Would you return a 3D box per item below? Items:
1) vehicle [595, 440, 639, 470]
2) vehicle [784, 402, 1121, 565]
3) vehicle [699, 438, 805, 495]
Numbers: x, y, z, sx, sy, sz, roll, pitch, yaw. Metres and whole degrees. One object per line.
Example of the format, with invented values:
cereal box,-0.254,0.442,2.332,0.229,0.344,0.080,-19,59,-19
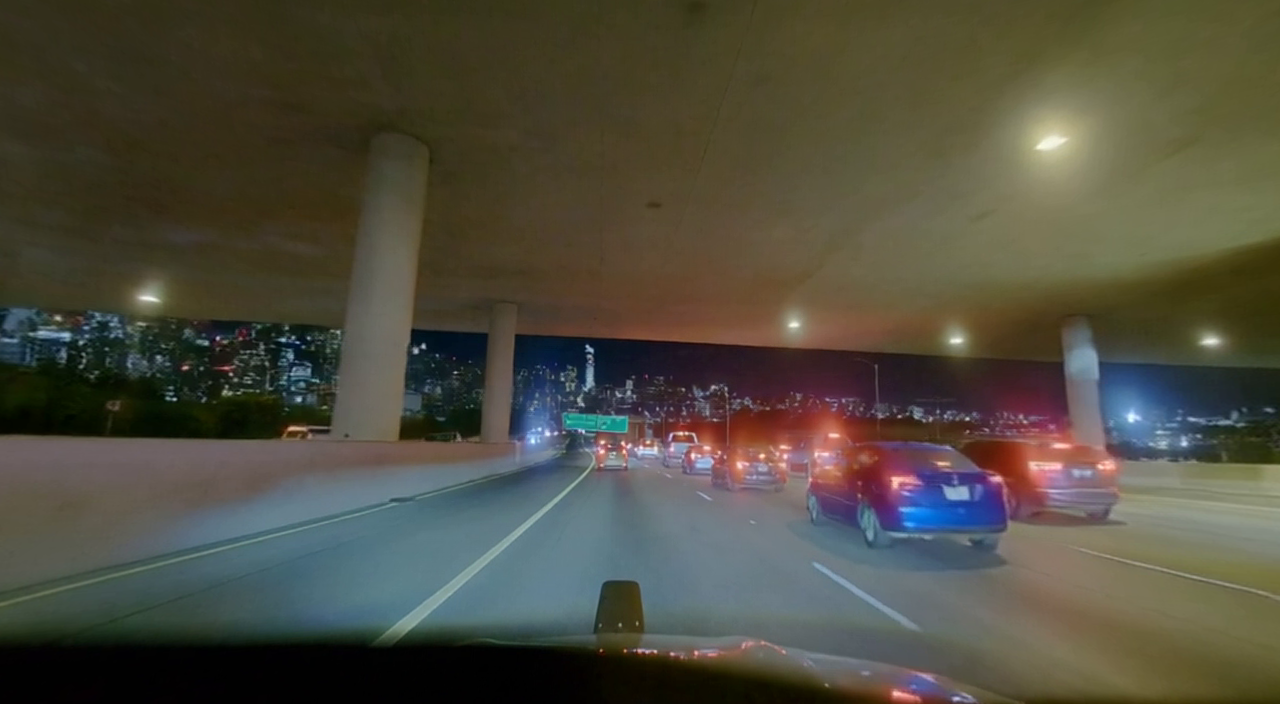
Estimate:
vehicle,-1.268,5.612,34.715,2.266,1.549,3.978,0,-8,-2
vehicle,3.976,1.782,9.414,2.276,1.739,5.040,0,-8,-2
vehicle,3.129,3.315,18.724,2.074,1.455,4.646,0,-8,-3
